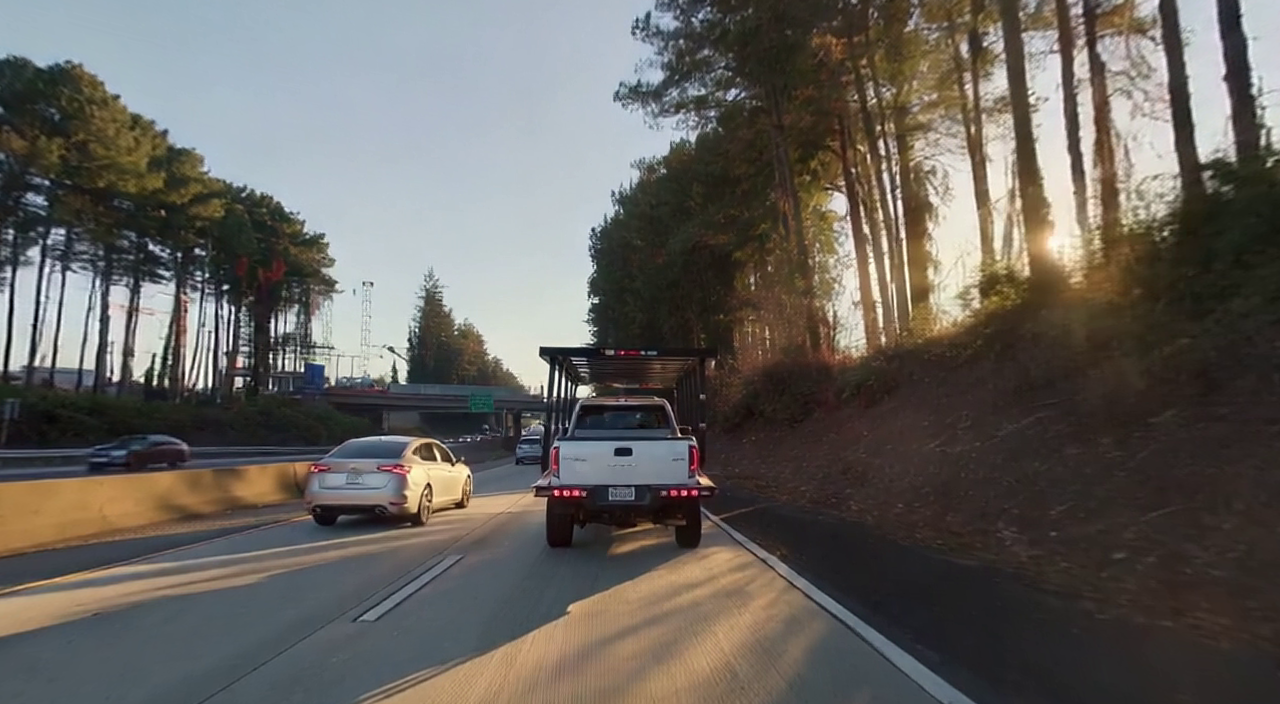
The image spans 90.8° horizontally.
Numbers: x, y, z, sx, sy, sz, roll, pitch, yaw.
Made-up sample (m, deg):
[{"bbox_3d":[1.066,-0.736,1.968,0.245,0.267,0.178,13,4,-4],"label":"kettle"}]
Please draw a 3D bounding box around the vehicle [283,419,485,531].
[{"bbox_3d":[-4.421,2.199,11.876,2.057,1.665,4.572,0,-8,-3],"label":"vehicle"}]

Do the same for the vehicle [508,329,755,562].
[{"bbox_3d":[-0.342,1.789,12.340,2.735,2.597,10.435,0,-8,-3],"label":"vehicle"}]

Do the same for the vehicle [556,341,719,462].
[{"bbox_3d":[-0.166,0.995,10.754,2.156,1.604,4.680,0,-9,-3],"label":"vehicle"}]
